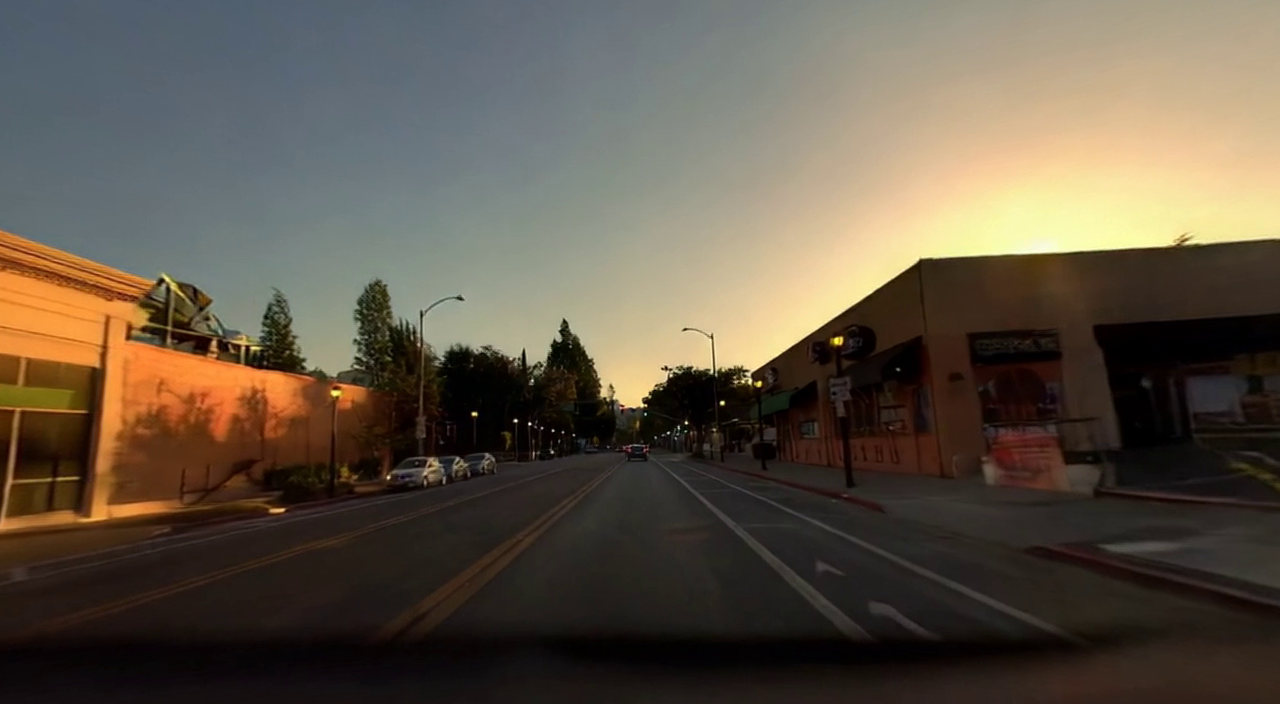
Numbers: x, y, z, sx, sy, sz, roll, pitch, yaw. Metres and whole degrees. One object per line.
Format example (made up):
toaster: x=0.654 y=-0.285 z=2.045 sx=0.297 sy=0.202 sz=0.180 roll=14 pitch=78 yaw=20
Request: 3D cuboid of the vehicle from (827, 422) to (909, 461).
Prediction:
vehicle: x=12.581 y=5.039 z=35.334 sx=2.532 sy=1.997 sz=5.001 roll=0 pitch=-9 yaw=-2

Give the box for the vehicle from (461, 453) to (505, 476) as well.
vehicle: x=-10.840 y=7.799 z=43.951 sx=1.828 sy=1.470 sz=4.523 roll=0 pitch=-8 yaw=1

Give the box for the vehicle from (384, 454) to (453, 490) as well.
vehicle: x=-10.806 y=5.850 z=31.133 sx=1.837 sy=1.586 sz=4.155 roll=0 pitch=-8 yaw=0

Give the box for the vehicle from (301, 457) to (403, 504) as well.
vehicle: x=-10.763 y=4.806 z=24.022 sx=1.784 sy=1.502 sz=4.344 roll=0 pitch=-8 yaw=1
